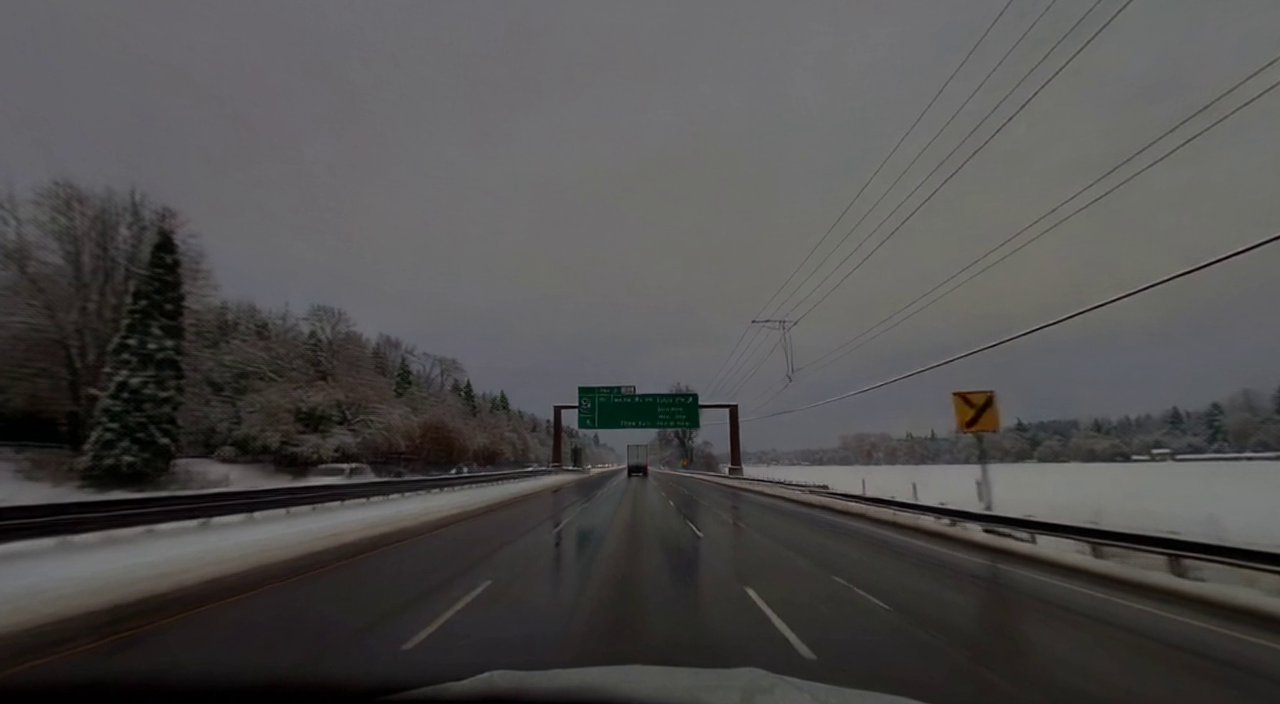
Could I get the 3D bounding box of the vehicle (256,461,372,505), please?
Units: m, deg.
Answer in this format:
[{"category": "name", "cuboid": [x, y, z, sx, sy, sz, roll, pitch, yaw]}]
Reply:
[{"category": "vehicle", "cuboid": [-12.096, 4.880, 23.761, 1.988, 1.451, 4.442, 1, -10, -1]}]
